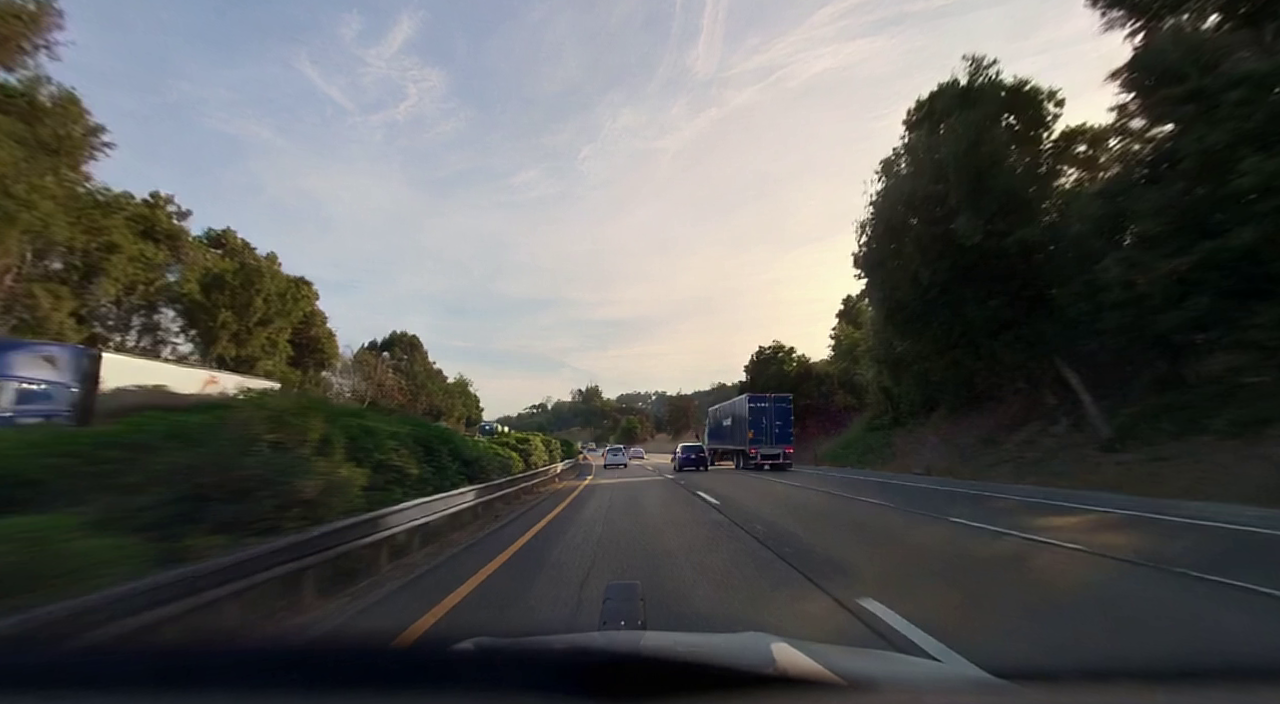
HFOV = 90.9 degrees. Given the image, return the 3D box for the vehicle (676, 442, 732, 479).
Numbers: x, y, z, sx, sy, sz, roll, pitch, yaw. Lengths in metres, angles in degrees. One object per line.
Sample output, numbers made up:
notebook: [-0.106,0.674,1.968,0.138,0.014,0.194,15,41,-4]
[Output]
vehicle: [2.918,5.051,29.531,2.013,1.623,3.916,0,-9,-3]

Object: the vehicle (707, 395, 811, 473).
vehicle: [6.861,5.319,39.497,2.965,3.990,14.227,1,-9,-3]

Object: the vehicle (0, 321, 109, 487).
vehicle: [-16.944,1.243,15.149,2.955,3.956,5.855,0,-9,-1]

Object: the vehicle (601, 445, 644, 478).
vehicle: [-0.890,5.506,31.848,2.050,1.534,3.771,0,-9,-2]

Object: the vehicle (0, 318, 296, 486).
vehicle: [-17.145,2.255,21.851,2.843,4.028,14.083,0,-9,-1]
